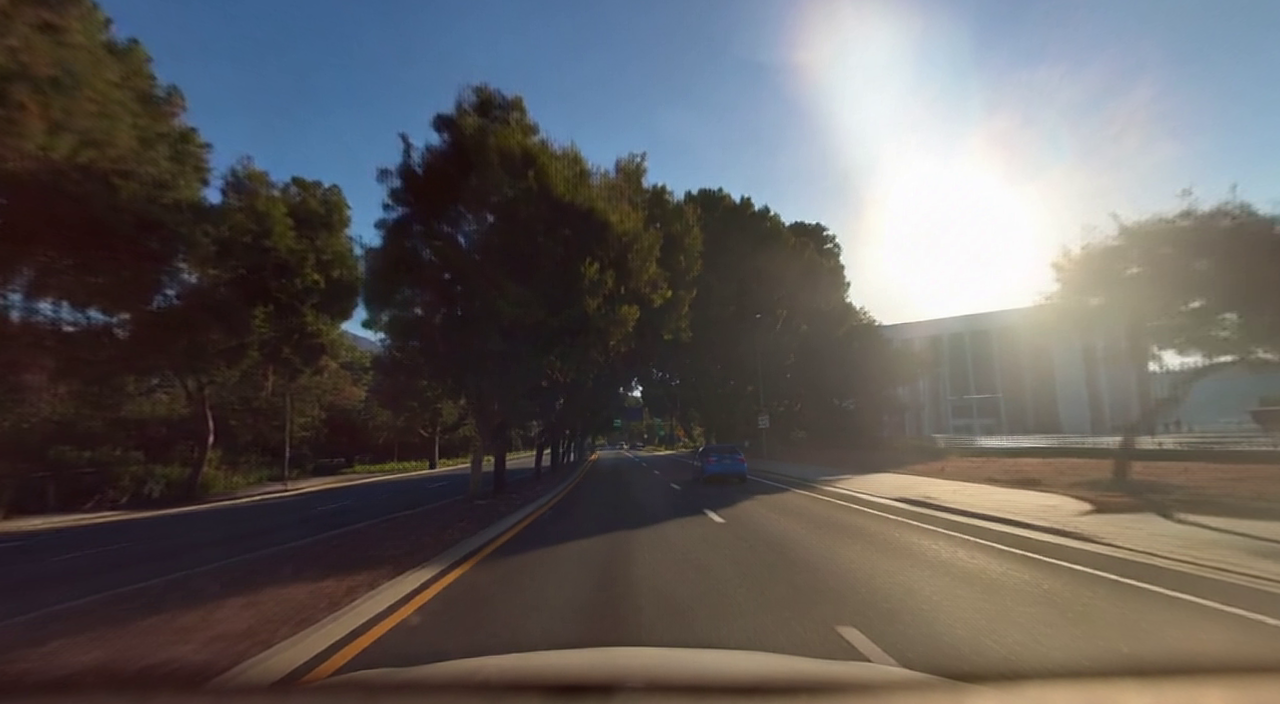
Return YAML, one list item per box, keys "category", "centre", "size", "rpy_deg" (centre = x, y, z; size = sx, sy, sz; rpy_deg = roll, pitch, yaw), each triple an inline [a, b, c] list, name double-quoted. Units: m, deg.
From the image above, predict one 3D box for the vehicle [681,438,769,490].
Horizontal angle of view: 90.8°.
- category: "vehicle"
  centre: [2.655, 3.652, 20.948]
  size: [2.114, 1.493, 4.430]
  rpy_deg: [0, -9, -2]
